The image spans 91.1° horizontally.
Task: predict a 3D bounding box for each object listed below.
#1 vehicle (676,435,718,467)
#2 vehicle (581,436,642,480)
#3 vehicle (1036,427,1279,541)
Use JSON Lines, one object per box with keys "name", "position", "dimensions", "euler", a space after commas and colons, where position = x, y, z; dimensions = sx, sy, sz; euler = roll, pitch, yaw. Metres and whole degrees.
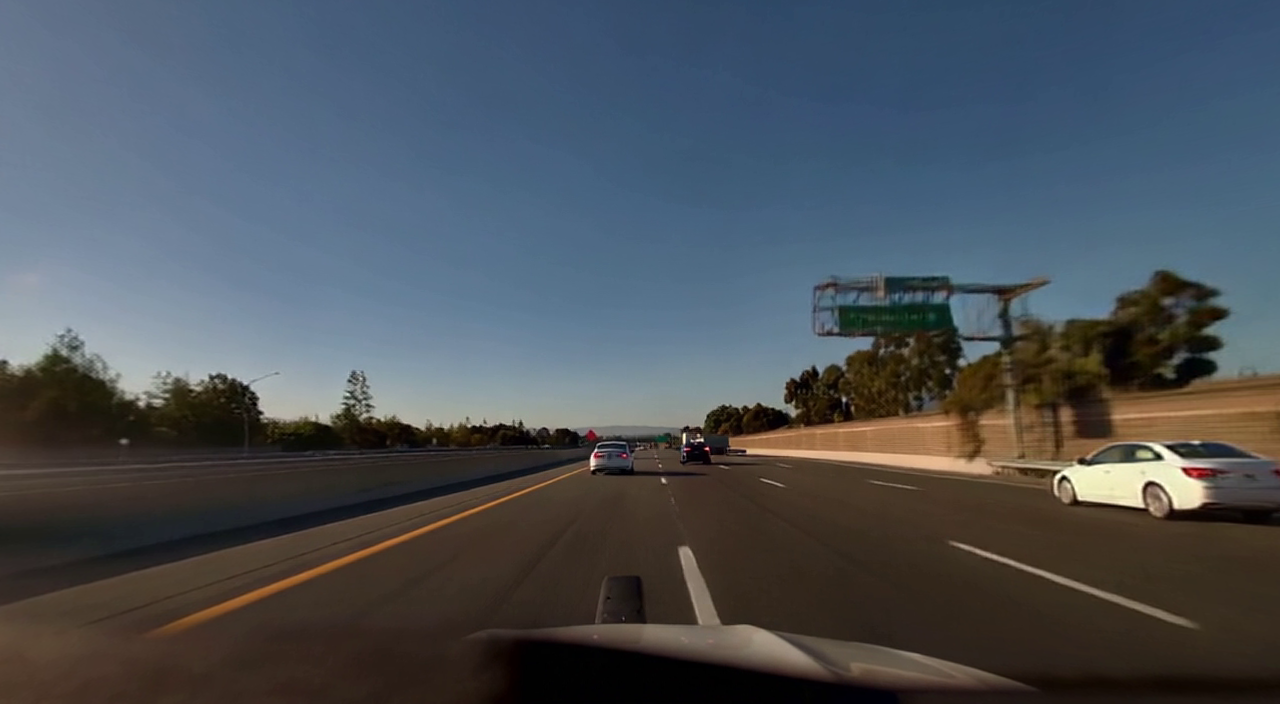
{"name": "vehicle", "position": [3.198, 5.678, 36.050], "dimensions": [2.063, 1.698, 4.355], "euler": [0, -8, 1]}
{"name": "vehicle", "position": [-1.019, 4.137, 24.732], "dimensions": [2.050, 1.546, 4.344], "euler": [-1, -8, 2]}
{"name": "vehicle", "position": [9.393, 2.116, 10.864], "dimensions": [1.870, 1.493, 5.015], "euler": [0, -8, 1]}
